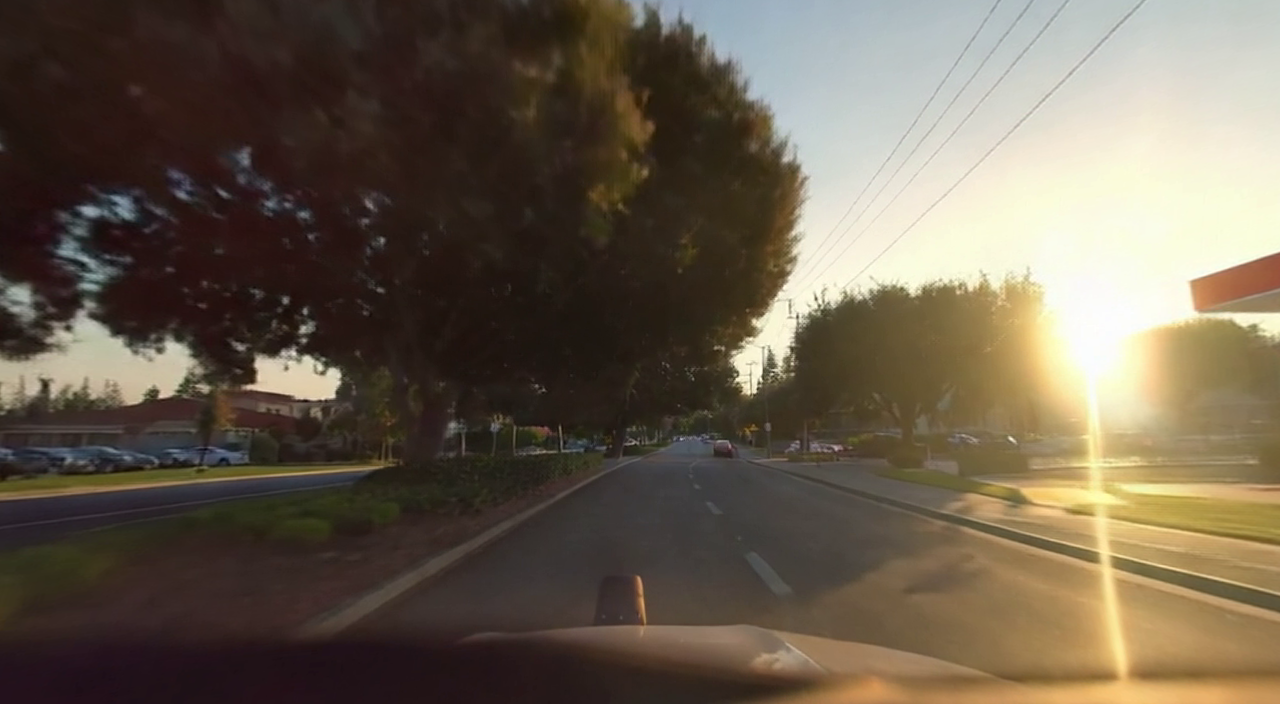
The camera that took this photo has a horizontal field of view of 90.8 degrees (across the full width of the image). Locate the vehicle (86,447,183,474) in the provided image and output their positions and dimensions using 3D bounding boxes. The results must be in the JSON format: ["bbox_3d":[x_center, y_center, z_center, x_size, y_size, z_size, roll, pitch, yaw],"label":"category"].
[{"bbox_3d":[-30.485,6.535,38.305,1.884,1.490,4.627,0,-9,2],"label":"vehicle"}]

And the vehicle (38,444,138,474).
[{"bbox_3d":[-33.184,6.450,38.181,2.051,1.639,4.354,-1,-9,0],"label":"vehicle"}]
